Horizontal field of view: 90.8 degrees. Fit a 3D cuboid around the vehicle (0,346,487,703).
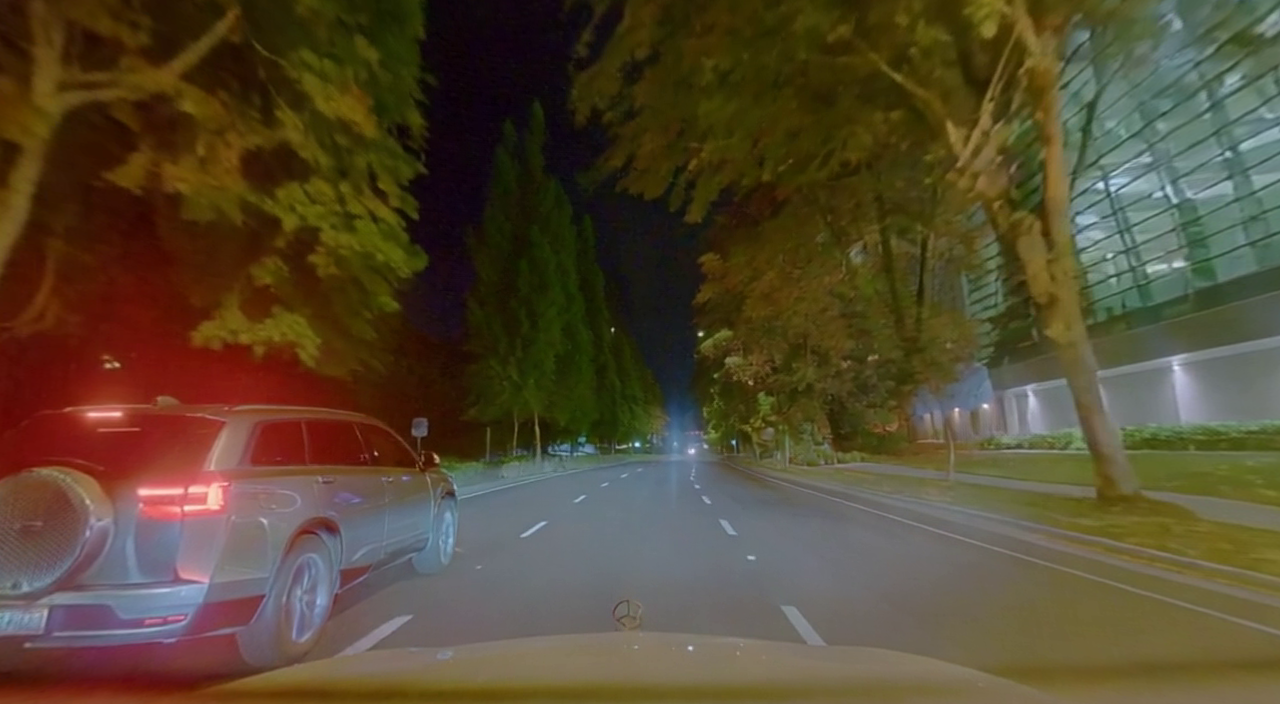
[{"bbox_3d":[-2.770,1.158,4.596,2.067,1.700,4.561,0,-8,1],"label":"vehicle"}]
